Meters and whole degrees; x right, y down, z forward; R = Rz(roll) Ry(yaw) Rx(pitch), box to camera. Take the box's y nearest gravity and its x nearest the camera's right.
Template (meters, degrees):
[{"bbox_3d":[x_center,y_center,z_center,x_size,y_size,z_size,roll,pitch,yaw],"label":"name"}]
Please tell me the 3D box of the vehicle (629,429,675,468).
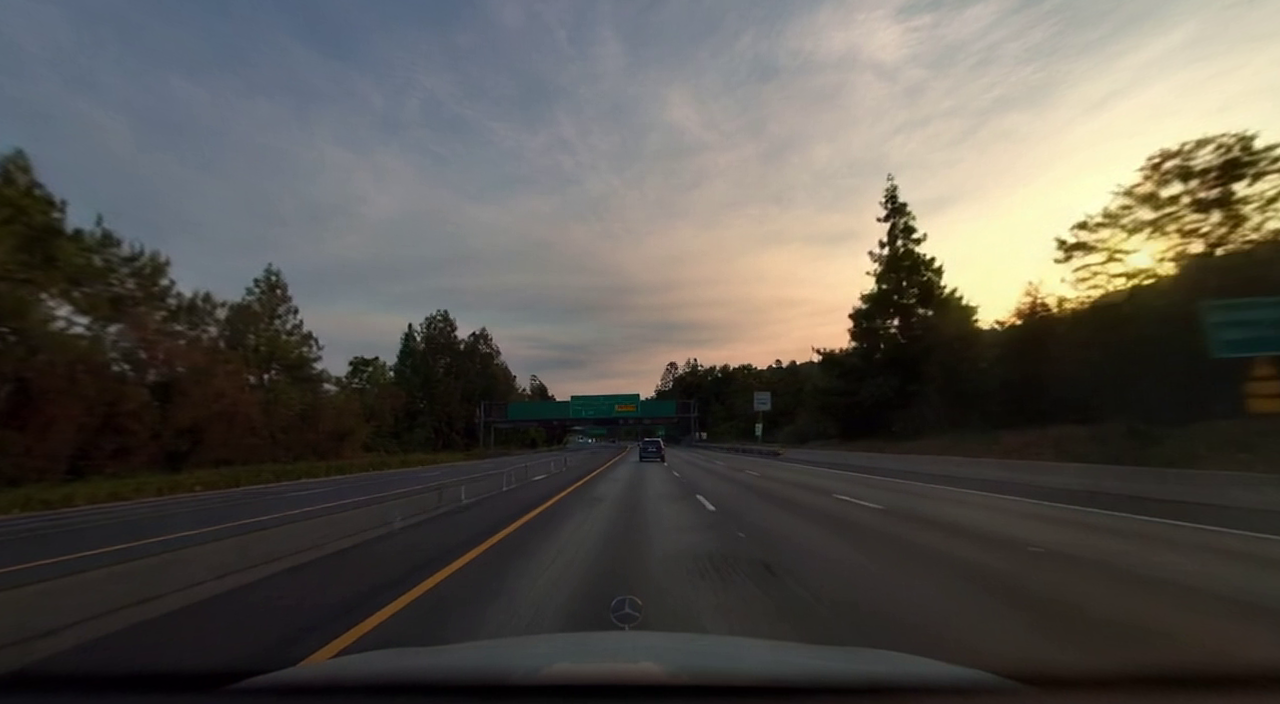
[{"bbox_3d":[0.650,5.156,33.890,2.301,1.944,4.554,0,-8,1],"label":"vehicle"}]
